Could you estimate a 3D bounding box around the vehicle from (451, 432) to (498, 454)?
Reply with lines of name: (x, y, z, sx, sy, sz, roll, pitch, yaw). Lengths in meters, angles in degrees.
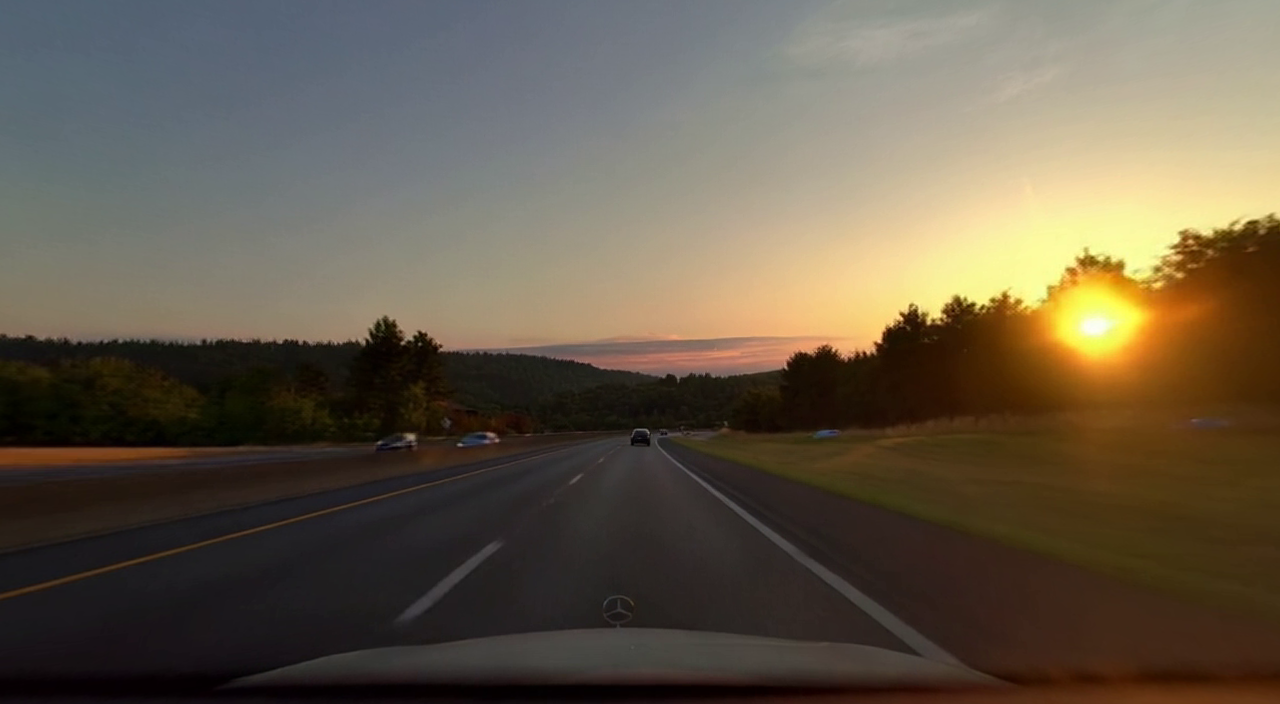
vehicle: (-10.916, 6.034, 41.686, 1.941, 1.352, 4.224, 0, -8, 1)

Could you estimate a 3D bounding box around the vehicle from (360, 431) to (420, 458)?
vehicle: (-14.737, 5.472, 37.278, 1.860, 1.531, 4.001, 0, -8, 1)
